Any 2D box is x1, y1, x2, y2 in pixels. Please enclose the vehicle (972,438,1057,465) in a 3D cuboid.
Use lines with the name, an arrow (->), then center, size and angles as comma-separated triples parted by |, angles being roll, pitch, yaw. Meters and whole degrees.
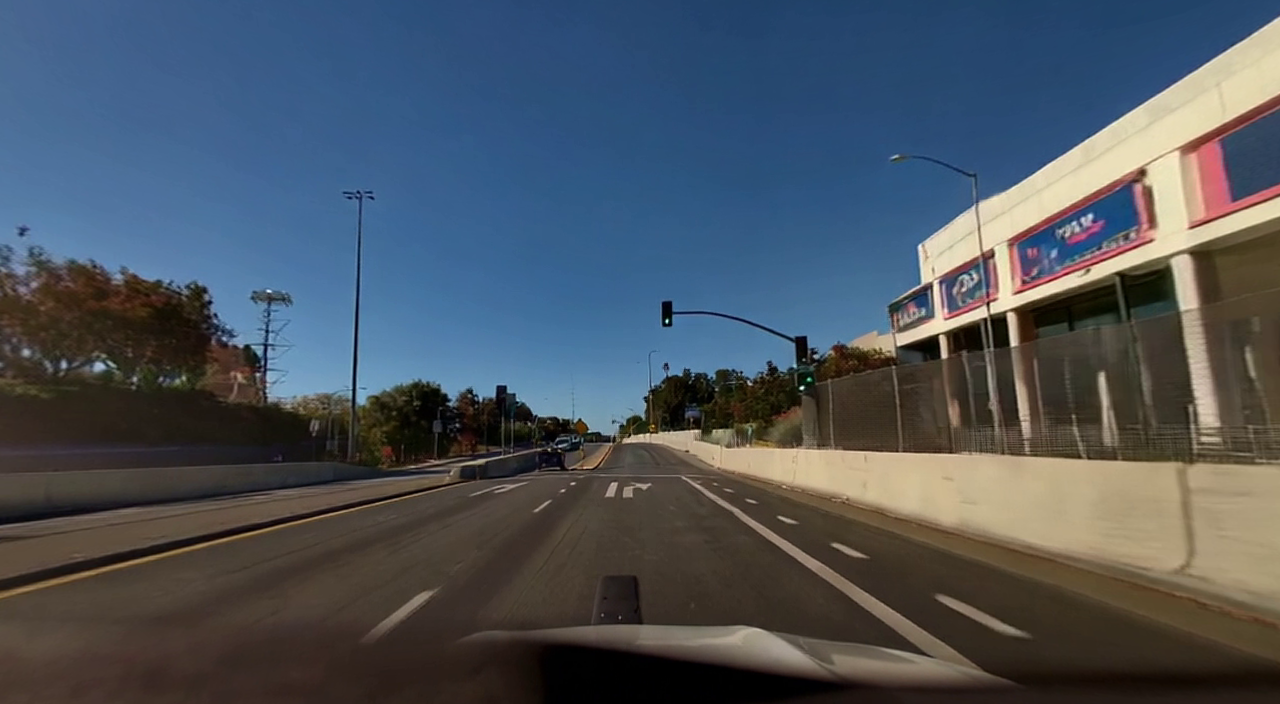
vehicle -> 21.957, 5.849, 36.969 | 1.717, 1.486, 3.824 | 4, -10, -32
